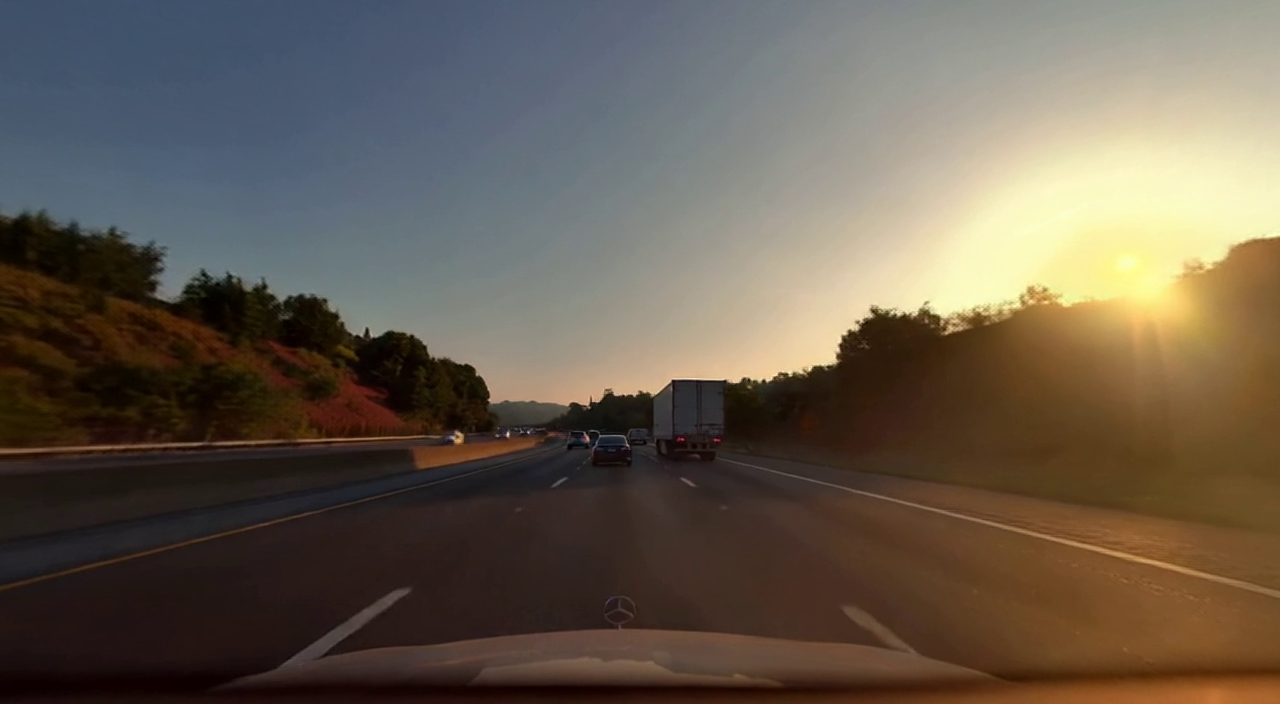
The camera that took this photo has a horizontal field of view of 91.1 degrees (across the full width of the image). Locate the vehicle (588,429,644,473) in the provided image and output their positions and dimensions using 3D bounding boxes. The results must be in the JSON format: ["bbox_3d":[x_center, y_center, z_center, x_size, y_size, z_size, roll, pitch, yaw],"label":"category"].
[{"bbox_3d":[-0.945,3.856,24.795,2.048,1.563,4.087,0,-8,-2],"label":"vehicle"}]

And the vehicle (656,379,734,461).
[{"bbox_3d":[2.982,4.452,39.275,2.946,4.111,14.652,0,-8,-2],"label":"vehicle"}]
